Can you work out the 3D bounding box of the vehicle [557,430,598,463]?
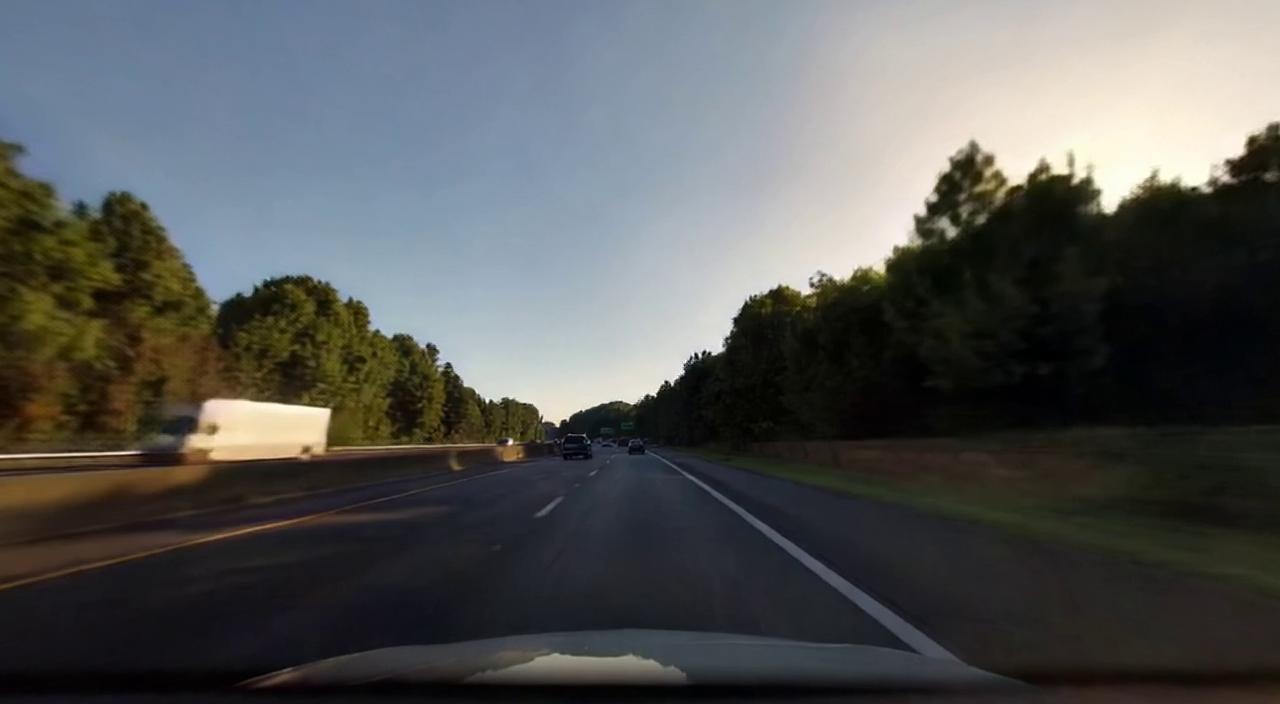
[{"bbox_3d":[-4.146,6.343,42.428,2.241,2.034,4.890,0,-8,0],"label":"vehicle"}]
